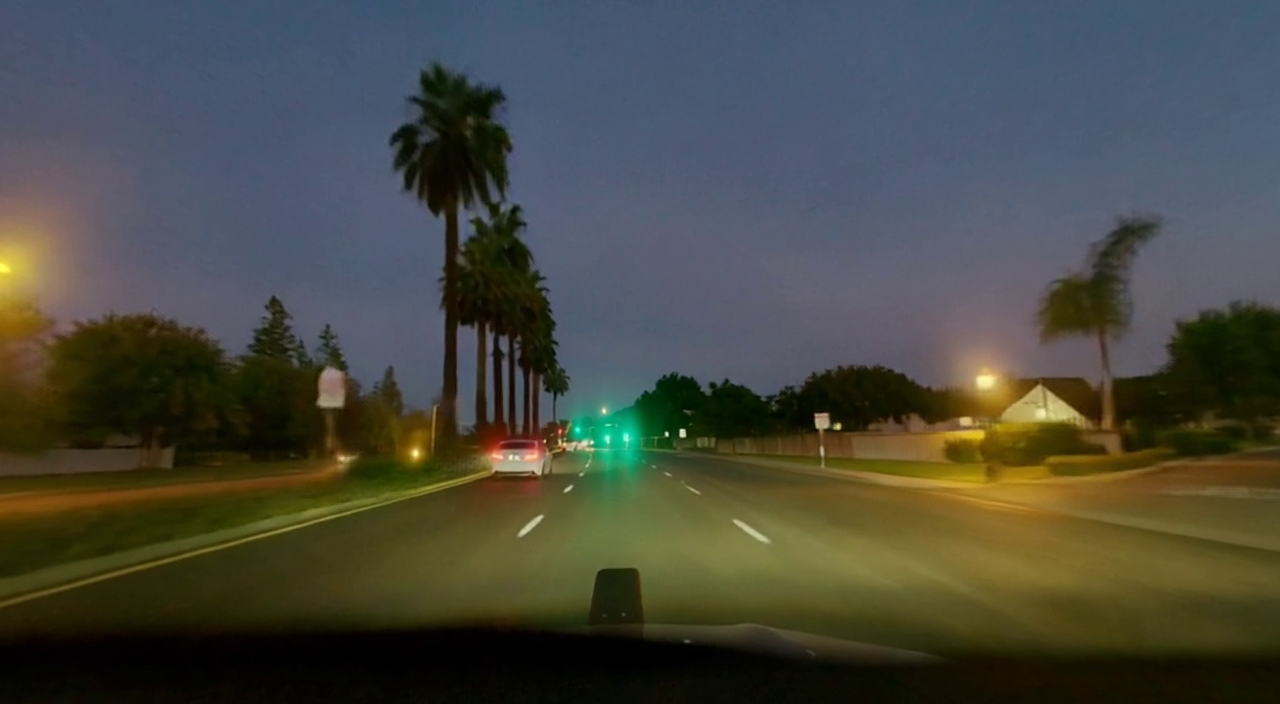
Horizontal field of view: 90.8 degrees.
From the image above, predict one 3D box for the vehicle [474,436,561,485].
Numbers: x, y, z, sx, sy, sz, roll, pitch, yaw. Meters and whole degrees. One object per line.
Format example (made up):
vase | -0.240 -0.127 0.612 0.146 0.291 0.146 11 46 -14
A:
vehicle | -4.004 3.623 21.463 2.108 1.475 4.555 0 -8 -1
